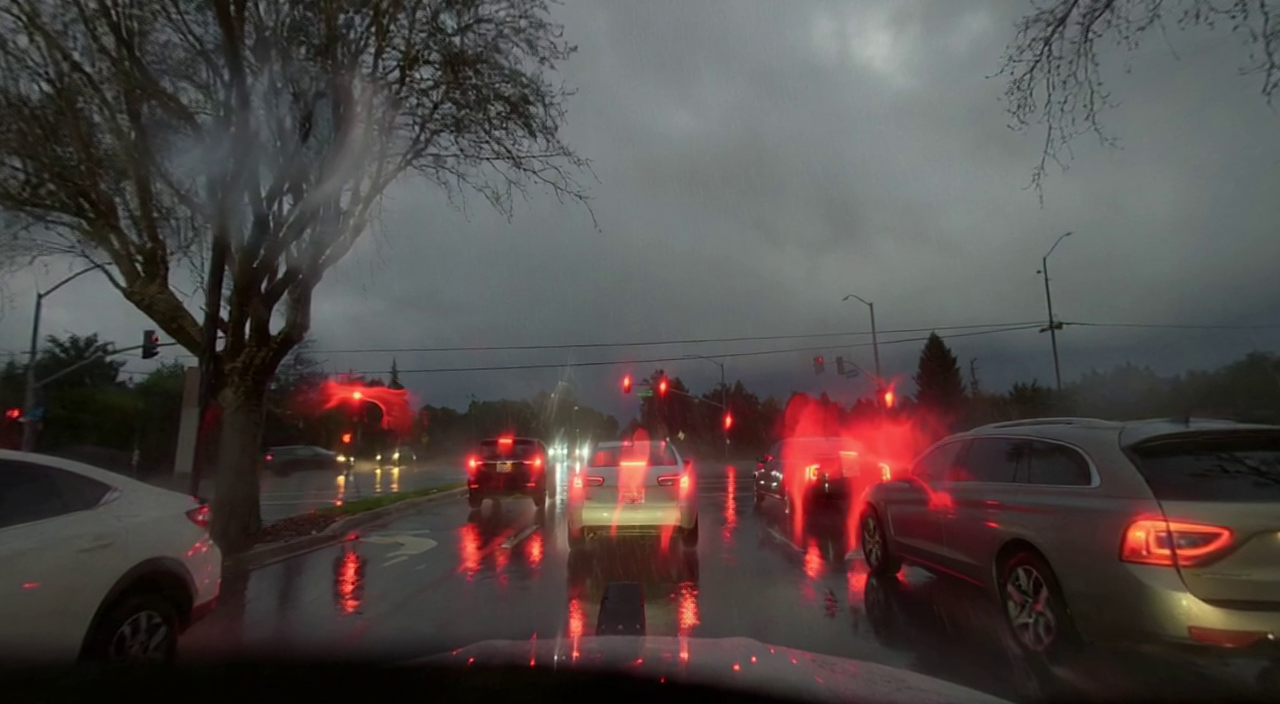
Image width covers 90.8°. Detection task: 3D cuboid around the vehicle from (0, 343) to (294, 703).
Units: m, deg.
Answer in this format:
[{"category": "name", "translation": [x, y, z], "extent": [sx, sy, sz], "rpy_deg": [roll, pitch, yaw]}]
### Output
[{"category": "vehicle", "translation": [-3.662, 0.846, 2.539], "extent": [2.047, 1.764, 4.369], "rpy_deg": [0, -8, 0]}]

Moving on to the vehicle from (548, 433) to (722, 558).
[{"category": "vehicle", "translation": [-0.074, 2.008, 9.583], "extent": [2.061, 1.470, 3.970], "rpy_deg": [0, -8, 0]}]

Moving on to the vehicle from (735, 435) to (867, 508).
[{"category": "vehicle", "translation": [3.651, 2.783, 15.244], "extent": [1.922, 1.472, 4.440], "rpy_deg": [0, -8, -1]}]

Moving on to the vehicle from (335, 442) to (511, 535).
[{"category": "vehicle", "translation": [-3.917, 2.502, 12.333], "extent": [1.919, 1.459, 4.371], "rpy_deg": [0, -8, -1]}]

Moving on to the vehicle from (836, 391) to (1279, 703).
[{"category": "vehicle", "translation": [3.391, 1.310, 5.414], "extent": [1.933, 1.564, 4.600], "rpy_deg": [0, -8, 0]}]
